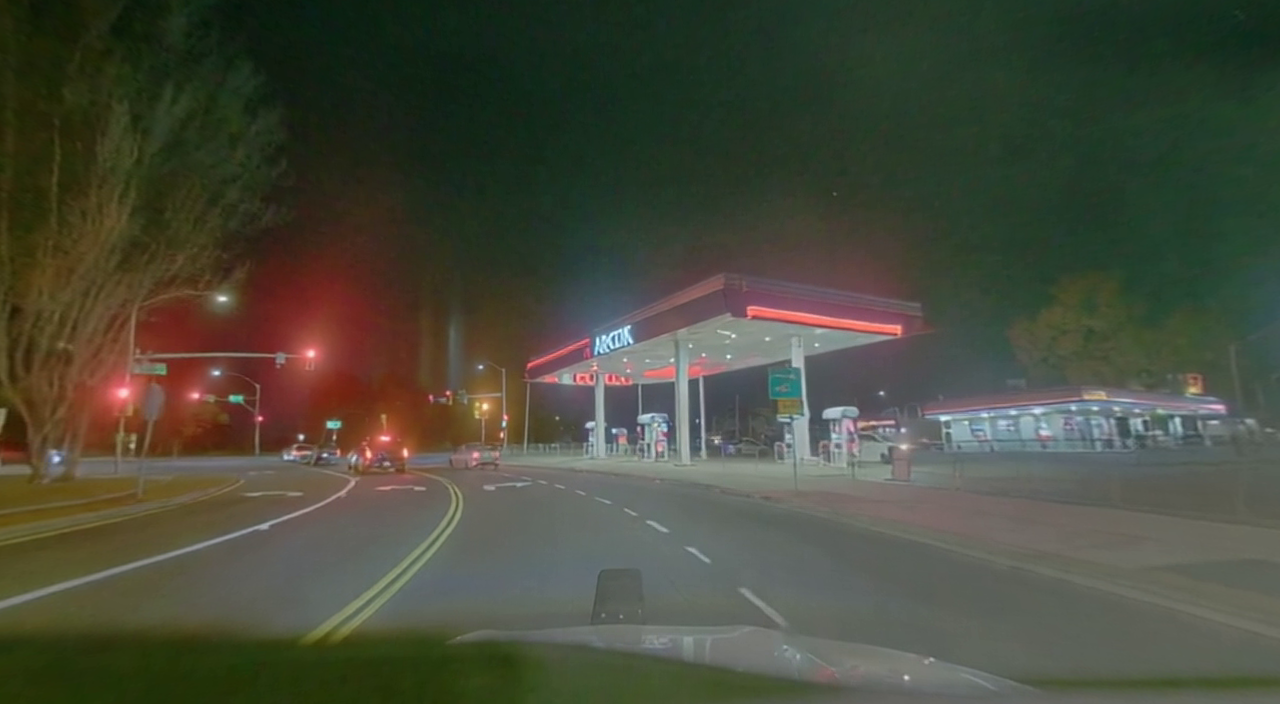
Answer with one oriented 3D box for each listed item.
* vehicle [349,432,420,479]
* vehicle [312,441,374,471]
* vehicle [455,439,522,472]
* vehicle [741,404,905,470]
[{"bbox_3d":[-12.224,4.845,29.888,2.254,2.006,4.766,6,-10,-31],"label":"vehicle"},{"bbox_3d":[-17.882,6.205,37.771,1.940,1.650,4.546,8,-12,-43],"label":"vehicle"},{"bbox_3d":[-9.090,6.118,37.582,2.202,1.822,4.826,6,-10,-34],"label":"vehicle"},{"bbox_3d":[9.538,4.541,33.527,7.741,3.106,2.906,-6,-11,38],"label":"vehicle"}]
